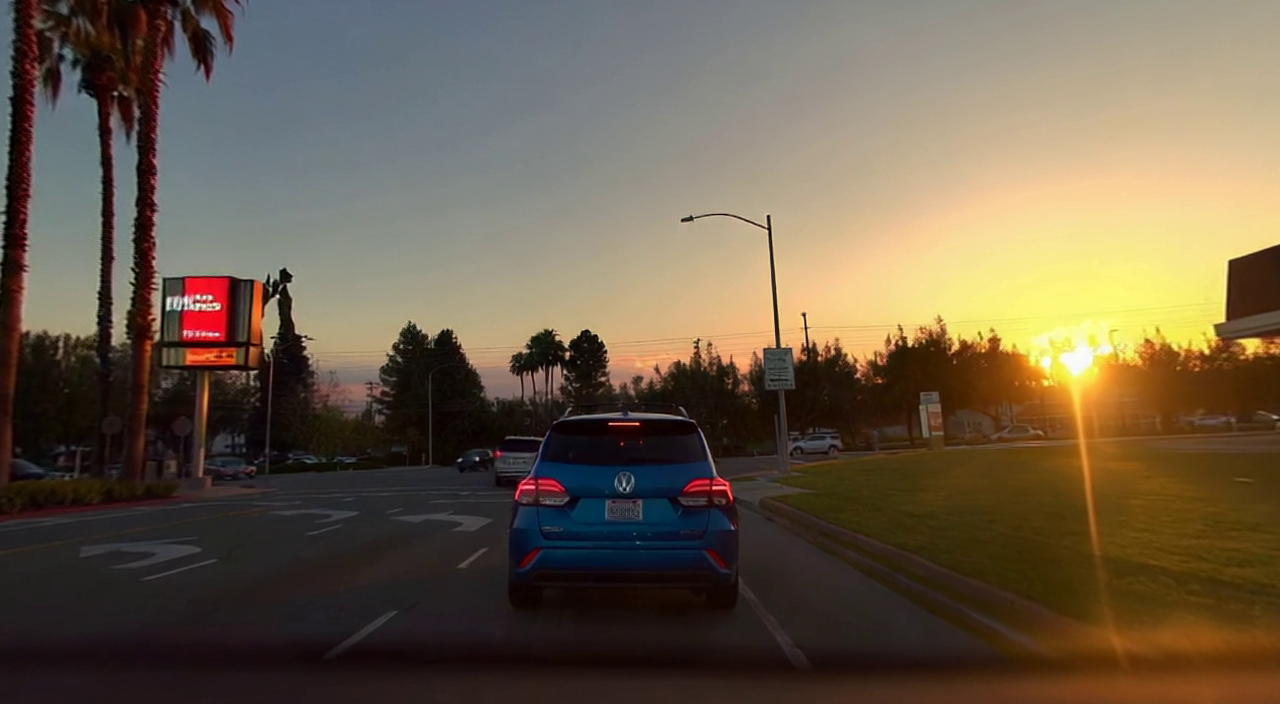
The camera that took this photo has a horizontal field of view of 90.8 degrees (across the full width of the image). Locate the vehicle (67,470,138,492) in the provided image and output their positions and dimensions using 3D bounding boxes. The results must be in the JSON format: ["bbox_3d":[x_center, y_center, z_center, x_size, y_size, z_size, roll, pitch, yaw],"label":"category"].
[{"bbox_3d":[-39.936,9.578,47.073,1.602,1.400,4.220,0,-9,0],"label":"vehicle"}]

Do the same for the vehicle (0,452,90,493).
[{"bbox_3d":[-28.051,5.387,28.310,4.584,1.714,2.186,4,-10,-27],"label":"vehicle"}]

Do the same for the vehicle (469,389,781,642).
[{"bbox_3d":[-0.137,1.413,6.395,2.137,1.728,3.926,0,-9,-1],"label":"vehicle"}]

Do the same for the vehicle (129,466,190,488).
[{"bbox_3d":[-35.630,9.265,46.951,1.641,1.375,3.640,0,-9,1],"label":"vehicle"}]

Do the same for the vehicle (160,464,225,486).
[{"bbox_3d":[-33.285,9.173,47.094,1.792,1.439,3.952,-1,-9,3],"label":"vehicle"}]
